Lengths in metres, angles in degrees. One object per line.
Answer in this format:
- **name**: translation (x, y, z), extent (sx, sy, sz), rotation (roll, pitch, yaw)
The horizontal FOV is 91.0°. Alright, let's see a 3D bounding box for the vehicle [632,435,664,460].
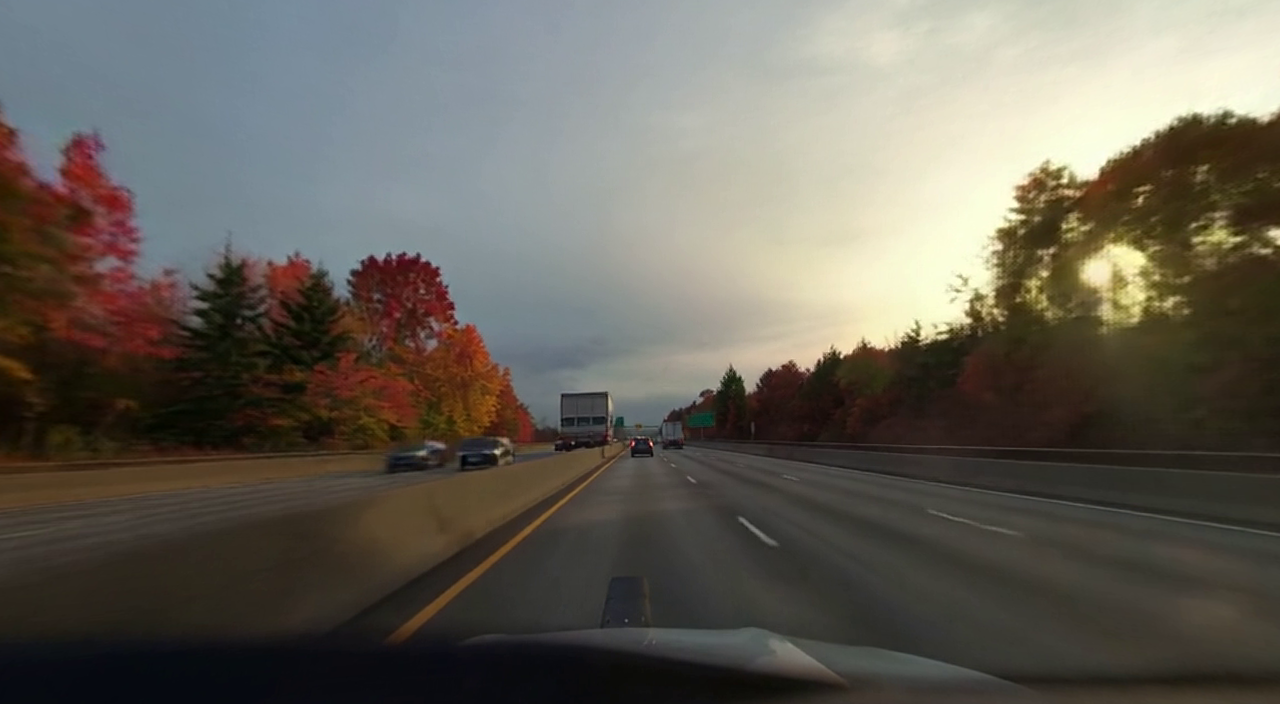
- **vehicle**: translation (0.498, 6.067, 40.098), extent (1.924, 1.498, 3.817), rotation (0, -8, 0)

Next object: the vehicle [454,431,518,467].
- **vehicle**: translation (-7.708, 4.887, 31.870), extent (1.975, 1.637, 4.631), rotation (0, -8, 1)

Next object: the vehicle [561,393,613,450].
- **vehicle**: translation (-3.893, 5.598, 49.196), extent (3.120, 3.936, 11.480), rotation (0, -8, 0)

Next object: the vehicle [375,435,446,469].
- **vehicle**: translation (-11.410, 4.986, 31.617), extent (1.857, 1.561, 4.388), rotation (0, -8, 0)
